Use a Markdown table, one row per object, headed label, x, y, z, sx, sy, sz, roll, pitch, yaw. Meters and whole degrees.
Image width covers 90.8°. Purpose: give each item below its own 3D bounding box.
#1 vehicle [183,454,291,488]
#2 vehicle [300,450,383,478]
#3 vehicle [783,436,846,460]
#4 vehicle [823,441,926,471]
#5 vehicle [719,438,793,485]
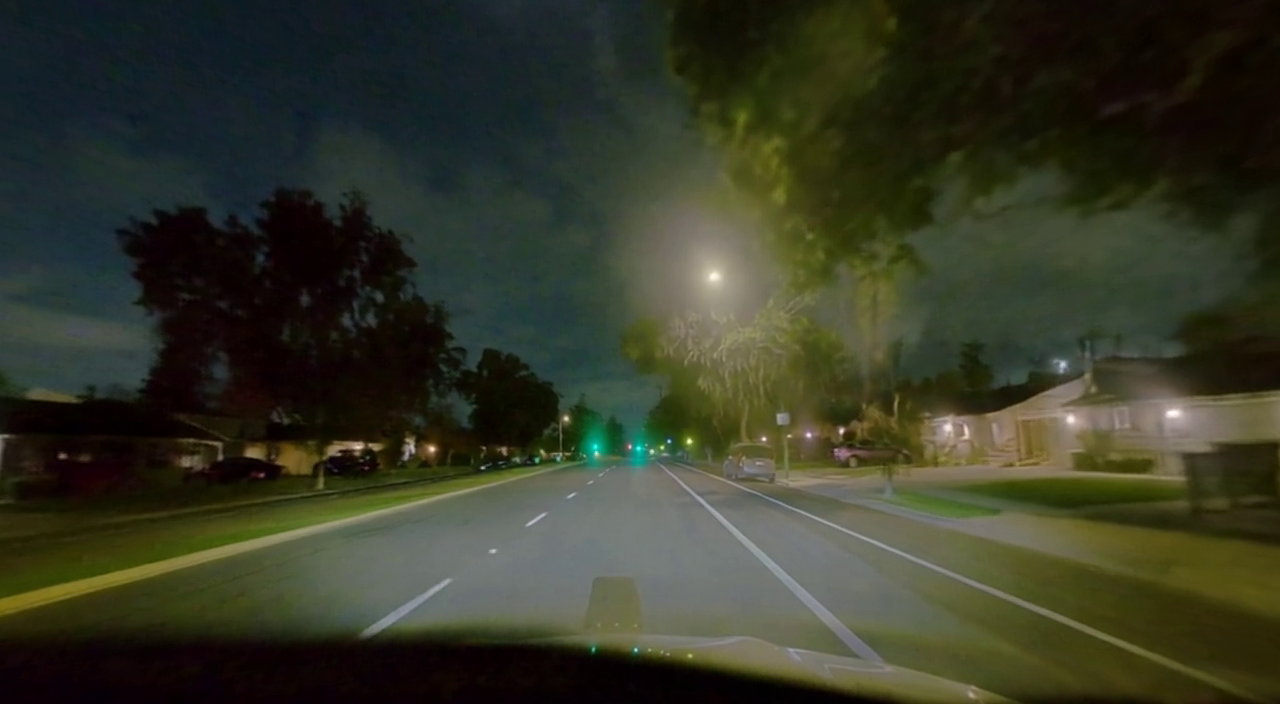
| label | x | y | z | sx | sy | sz | roll | pitch | yaw |
| --- | --- | --- | --- | --- | --- | --- | --- | --- | --- |
| vehicle | -21.140 | 6.242 | 33.284 | 4.272 | 1.688 | 1.990 | 0 | -9 | -1 |
| vehicle | -20.674 | 7.740 | 43.893 | 4.698 | 1.862 | 2.116 | -1 | -9 | 2 |
| vehicle | 13.584 | 7.526 | 49.232 | 4.577 | 1.770 | 2.006 | -3 | -9 | 18 |
| vehicle | 12.143 | 5.414 | 32.889 | 4.577 | 1.490 | 1.903 | 0 | -8 | 0 |
| vehicle | 4.839 | 4.669 | 27.148 | 2.196 | 1.801 | 4.778 | 0 | -9 | -1 |
